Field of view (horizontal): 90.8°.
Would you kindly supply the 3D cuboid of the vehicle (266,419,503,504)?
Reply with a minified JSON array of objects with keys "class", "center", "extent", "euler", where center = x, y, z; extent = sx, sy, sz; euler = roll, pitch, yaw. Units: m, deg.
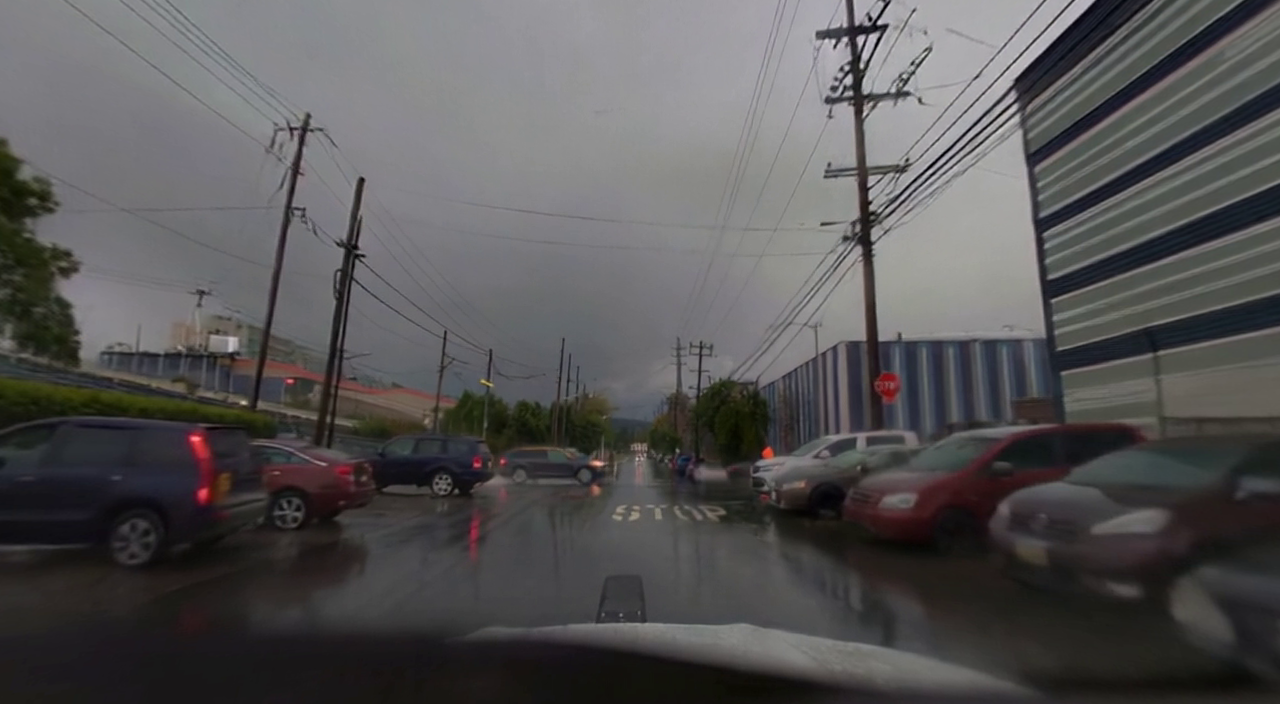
[{"class":"vehicle","center":[-6.294,2.762,16.071],"extent":[5.025,1.648,2.055],"euler":[4,-9,0]}]

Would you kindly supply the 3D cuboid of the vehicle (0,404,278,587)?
[{"class":"vehicle","center":[-6.683,1.507,7.033],"extent":[4.082,1.723,1.896],"euler":[0,-8,0]}]

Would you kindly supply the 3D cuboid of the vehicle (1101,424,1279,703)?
[{"class":"vehicle","center":[4.672,0.999,2.362],"extent":[4.318,1.459,1.971],"euler":[0,-8,0]}]

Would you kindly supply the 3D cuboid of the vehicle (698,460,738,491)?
[{"class":"vehicle","center":[5.081,8.100,41.754],"extent":[2.007,1.804,4.136],"euler":[0,-8,-2]}]
